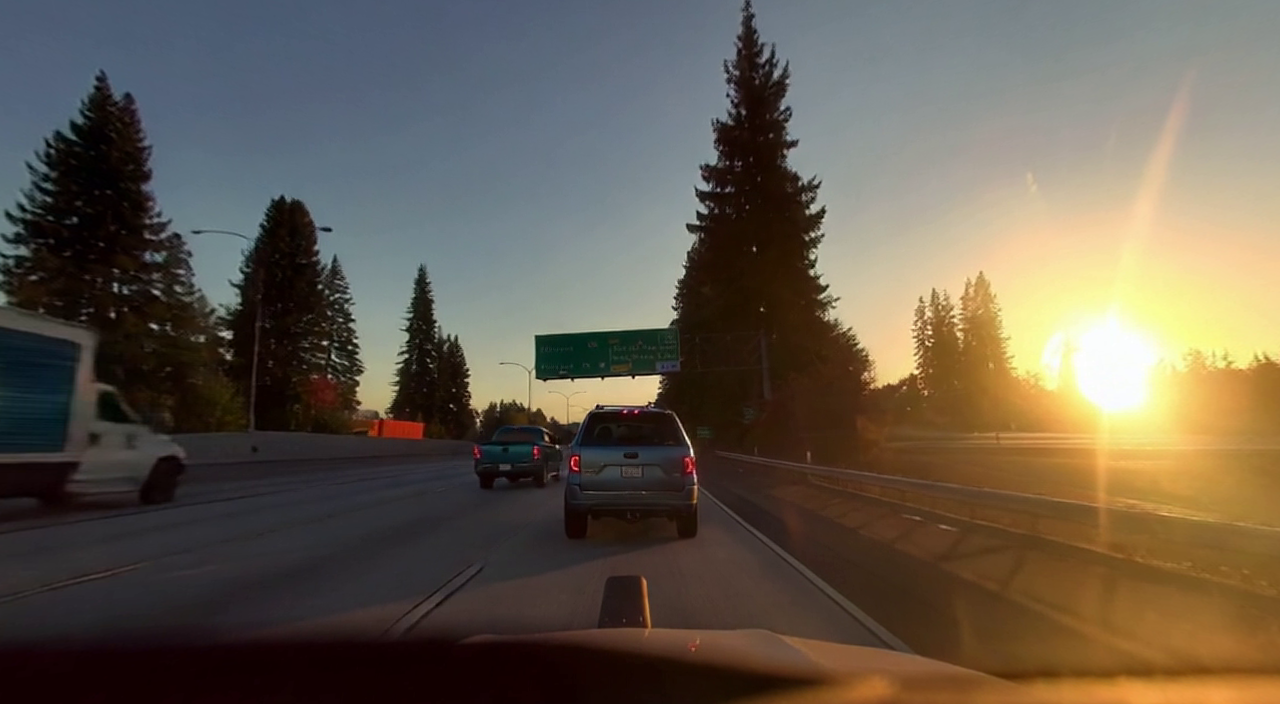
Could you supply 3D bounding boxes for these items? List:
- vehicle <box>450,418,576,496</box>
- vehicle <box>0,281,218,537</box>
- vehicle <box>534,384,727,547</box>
[{"bbox_3d":[-3.324,2.956,18.079,2.235,1.826,6.106,0,-8,1],"label":"vehicle"},{"bbox_3d":[-10.987,0.606,7.659,3.347,3.686,12.113,0,-8,0],"label":"vehicle"},{"bbox_3d":[-0.199,1.754,10.282,2.395,2.013,4.734,0,-8,-2],"label":"vehicle"}]
